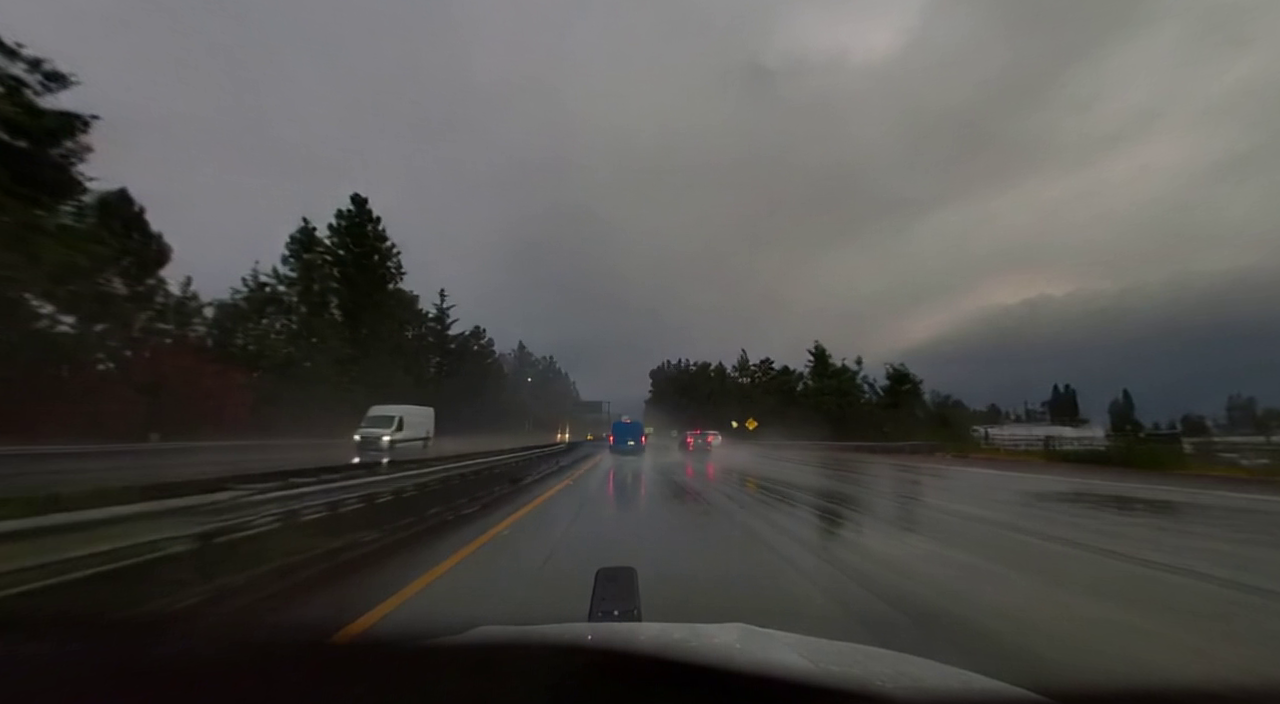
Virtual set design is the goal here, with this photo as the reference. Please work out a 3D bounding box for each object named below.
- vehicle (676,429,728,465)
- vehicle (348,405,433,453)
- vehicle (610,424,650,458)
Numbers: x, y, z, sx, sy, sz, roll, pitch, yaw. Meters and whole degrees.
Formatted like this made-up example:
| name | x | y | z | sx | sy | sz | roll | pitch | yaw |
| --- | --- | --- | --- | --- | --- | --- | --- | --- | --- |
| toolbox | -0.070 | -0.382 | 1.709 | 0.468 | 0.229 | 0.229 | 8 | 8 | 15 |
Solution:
| name | x | y | z | sx | sy | sz | roll | pitch | yaw |
| --- | --- | --- | --- | --- | --- | --- | --- | --- | --- |
| vehicle | 2.954 | 4.594 | 30.649 | 1.996 | 1.589 | 3.715 | 0 | -8 | -2 |
| vehicle | -17.640 | 5.555 | 45.169 | 2.842 | 3.134 | 7.777 | 0 | -8 | 0 |
| vehicle | -0.636 | 5.694 | 40.361 | 2.403 | 1.994 | 4.683 | 0 | -8 | -1 |
